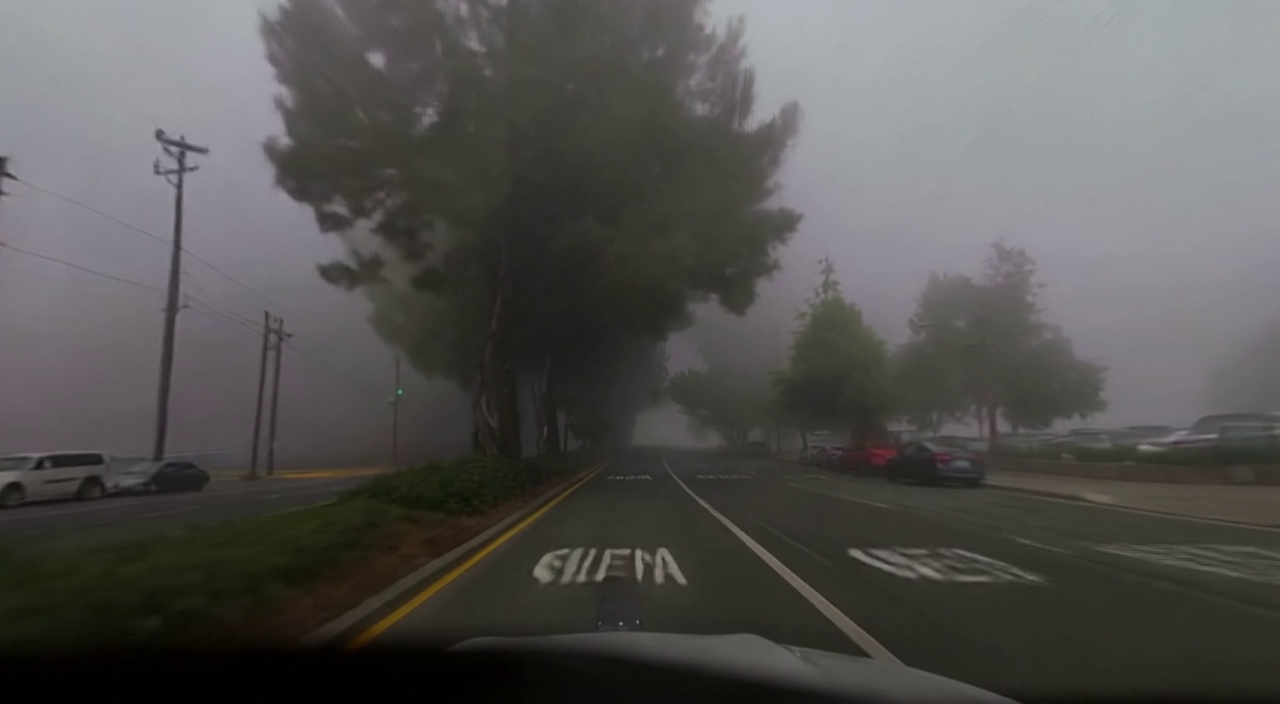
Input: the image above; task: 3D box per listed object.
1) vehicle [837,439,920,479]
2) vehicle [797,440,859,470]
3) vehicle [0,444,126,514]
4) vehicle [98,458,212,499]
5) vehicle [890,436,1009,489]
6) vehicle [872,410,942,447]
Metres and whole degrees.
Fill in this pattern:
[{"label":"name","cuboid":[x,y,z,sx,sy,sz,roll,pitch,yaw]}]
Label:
[{"label":"vehicle","cuboid":[9.836,4.440,26.428,1.726,1.486,4.394,0,-9,-1]},{"label":"vehicle","cuboid":[10.060,5.551,34.196,1.926,1.464,4.436,0,-9,-1]},{"label":"vehicle","cuboid":[-19.436,4.036,20.264,1.954,2.000,4.687,-3,-9,-1]},{"label":"vehicle","cuboid":[-19.470,5.080,25.592,1.664,1.443,3.701,-1,-9,0]},{"label":"vehicle","cuboid":[10.105,3.635,21.013,1.901,1.586,3.903,0,-9,0]},{"label":"vehicle","cuboid":[19.235,5.650,45.917,2.179,2.441,5.974,-2,-8,-2]}]
